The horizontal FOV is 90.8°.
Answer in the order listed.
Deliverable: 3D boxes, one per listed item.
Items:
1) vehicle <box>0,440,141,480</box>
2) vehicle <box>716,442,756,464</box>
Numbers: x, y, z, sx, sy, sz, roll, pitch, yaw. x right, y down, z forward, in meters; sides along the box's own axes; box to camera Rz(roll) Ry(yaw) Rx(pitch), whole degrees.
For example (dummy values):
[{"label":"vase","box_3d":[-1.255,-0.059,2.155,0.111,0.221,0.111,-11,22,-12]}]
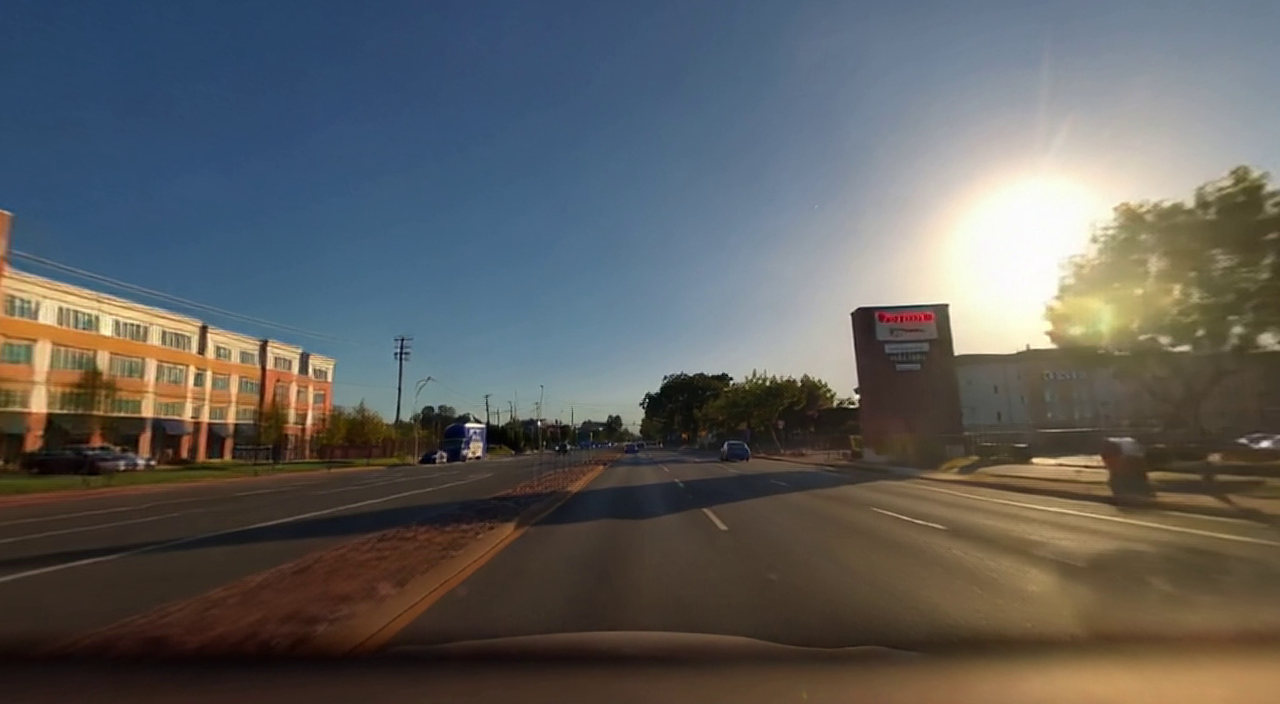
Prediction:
[{"label":"vehicle","box_3d":[-29.558,5.583,32.922,2.207,1.863,5.860,0,-9,1]},{"label":"vehicle","box_3d":[6.394,6.792,42.595,1.916,1.437,4.327,0,-9,-2]}]
